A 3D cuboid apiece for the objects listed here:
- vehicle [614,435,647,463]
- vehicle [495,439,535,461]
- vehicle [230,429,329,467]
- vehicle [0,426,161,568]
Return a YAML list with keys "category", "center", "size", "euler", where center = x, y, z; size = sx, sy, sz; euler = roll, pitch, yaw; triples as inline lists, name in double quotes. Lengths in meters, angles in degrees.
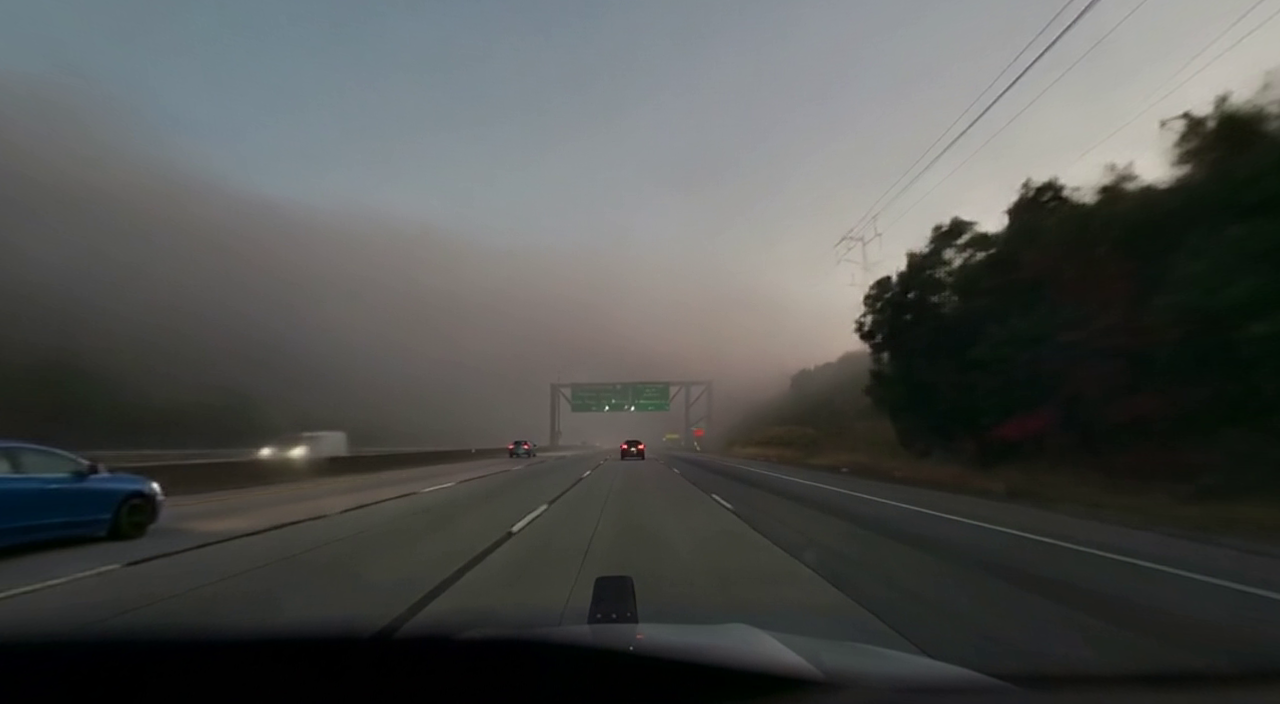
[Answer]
- category: "vehicle"
  center: [-0.631, 6.356, 41.462]
  size: [2.040, 1.715, 3.906]
  euler: [0, -8, -1]
- category: "vehicle"
  center: [-8.888, 7.033, 45.193]
  size: [2.047, 1.486, 4.306]
  euler: [0, -8, -1]
- category: "vehicle"
  center: [-15.946, 4.276, 28.146]
  size: [1.872, 1.498, 4.506]
  euler: [0, -8, -1]
- category: "vehicle"
  center: [-7.473, 1.471, 6.303]
  size: [1.949, 1.428, 4.408]
  euler: [0, -8, -1]
